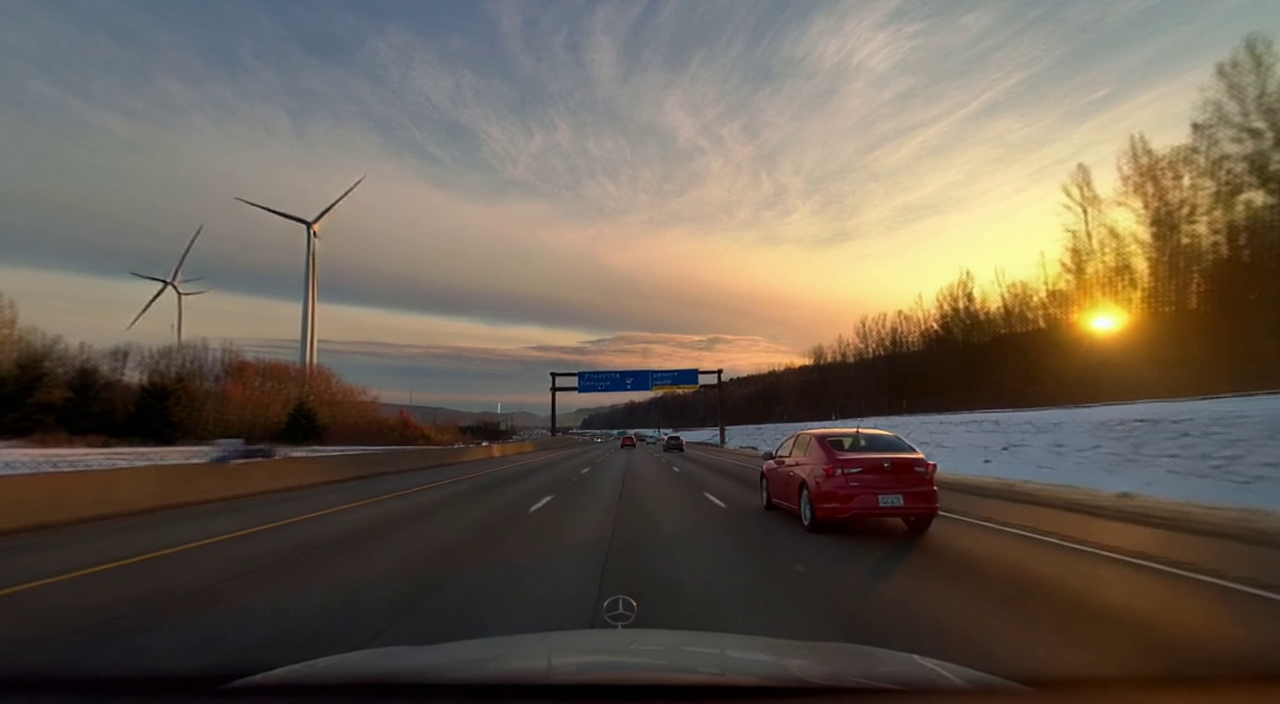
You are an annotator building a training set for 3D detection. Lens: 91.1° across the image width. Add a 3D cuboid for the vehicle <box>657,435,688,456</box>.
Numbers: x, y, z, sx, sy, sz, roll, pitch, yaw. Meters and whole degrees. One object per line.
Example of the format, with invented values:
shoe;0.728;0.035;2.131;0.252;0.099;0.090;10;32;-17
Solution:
vehicle;2.460;7.254;49.031;2.041;1.551;3.974;0;-8;-2
